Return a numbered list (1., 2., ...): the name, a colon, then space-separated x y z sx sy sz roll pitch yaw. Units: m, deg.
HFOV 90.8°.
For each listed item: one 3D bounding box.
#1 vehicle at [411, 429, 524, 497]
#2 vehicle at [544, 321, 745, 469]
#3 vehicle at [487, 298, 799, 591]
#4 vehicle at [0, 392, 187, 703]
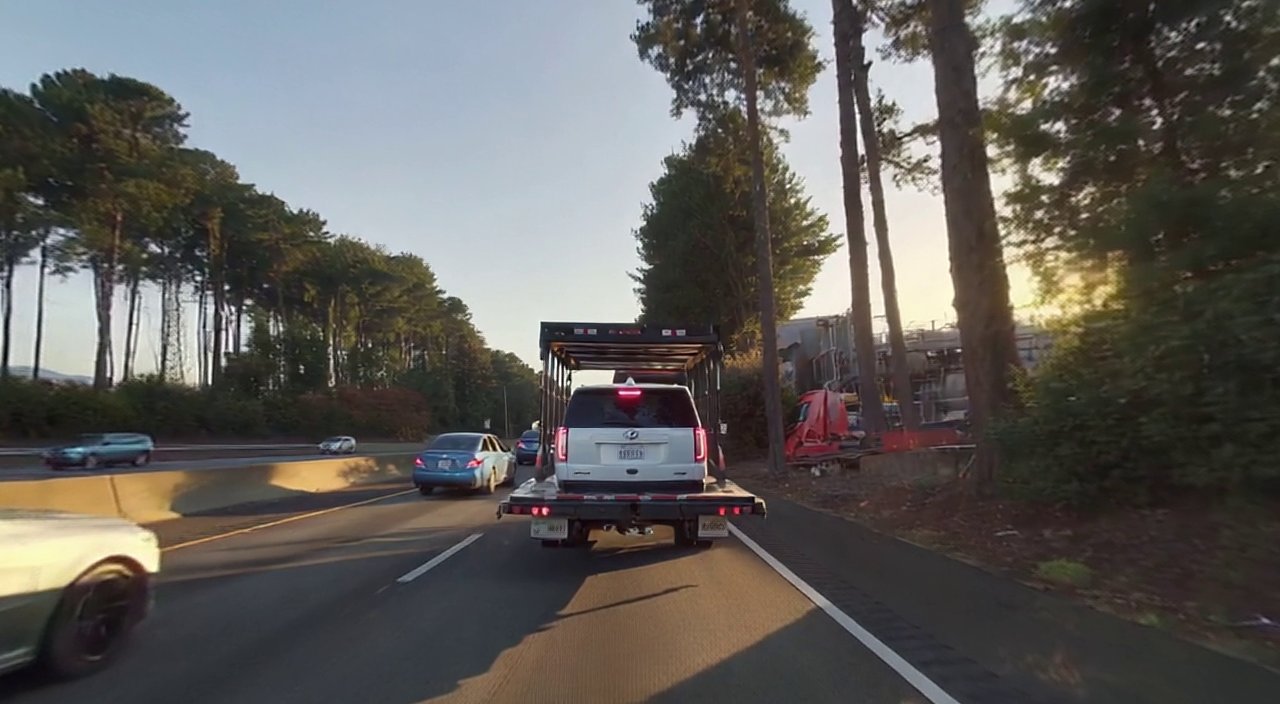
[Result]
1. vehicle: -4.690 3.091 17.985 2.057 1.665 4.572 0 -9 -2
2. vehicle: -0.037 0.802 9.181 2.156 1.604 4.680 0 -9 -2
3. vehicle: -0.175 1.572 10.879 2.735 2.597 10.435 0 -9 -2
4. vehicle: -3.819 0.720 1.268 2.155 1.513 4.964 0 -9 0
